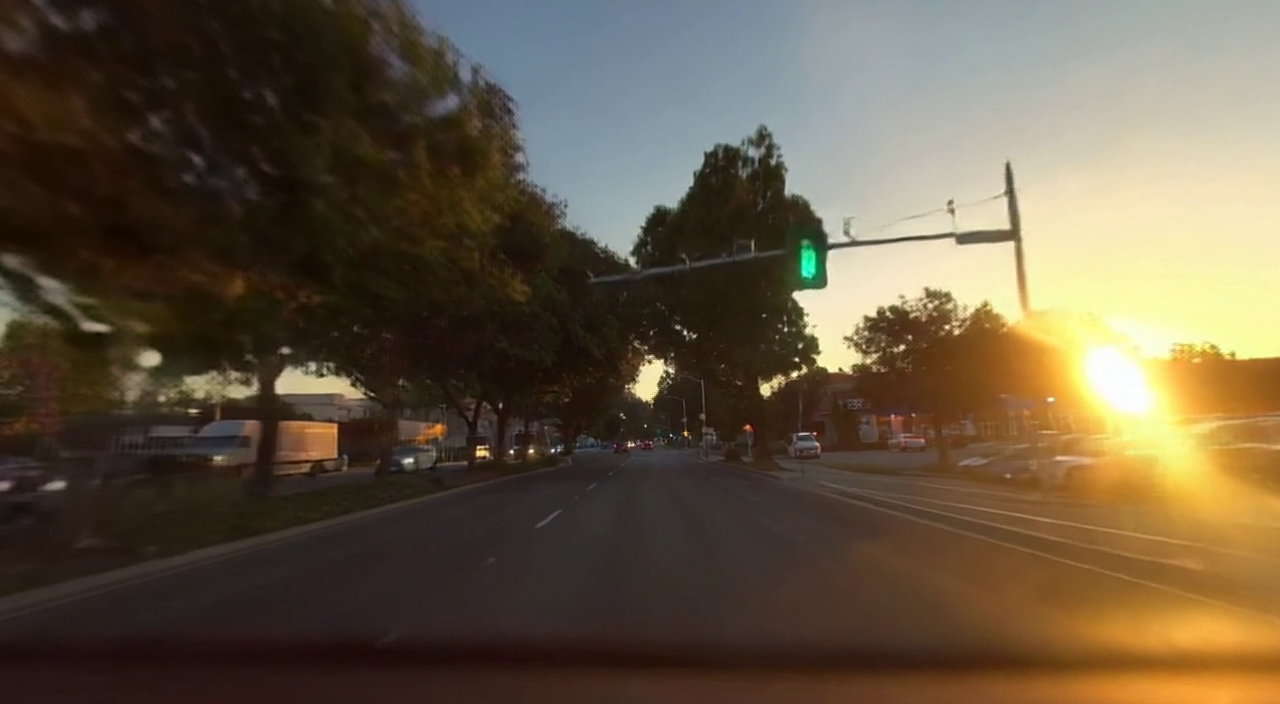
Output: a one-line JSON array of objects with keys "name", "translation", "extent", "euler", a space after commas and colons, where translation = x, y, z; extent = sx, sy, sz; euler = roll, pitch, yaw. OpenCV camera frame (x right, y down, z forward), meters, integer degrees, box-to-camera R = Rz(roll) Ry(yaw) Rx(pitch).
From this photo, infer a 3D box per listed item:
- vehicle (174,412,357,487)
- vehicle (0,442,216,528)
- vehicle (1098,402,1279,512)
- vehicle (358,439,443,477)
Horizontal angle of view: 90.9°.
[{"name": "vehicle", "translation": [-18.949, 5.092, 33.182], "extent": [2.958, 3.304, 10.523], "euler": [0, -9, 1]}, {"name": "vehicle", "translation": [-11.531, 2.699, 13.438], "extent": [1.860, 1.495, 4.409], "euler": [0, -9, 1]}, {"name": "vehicle", "translation": [12.483, 1.996, 12.607], "extent": [4.882, 1.927, 2.029], "euler": [-3, -8, 2]}, {"name": "vehicle", "translation": [-11.174, 4.976, 29.814], "extent": [2.078, 1.656, 4.624], "euler": [0, -9, 1]}]
